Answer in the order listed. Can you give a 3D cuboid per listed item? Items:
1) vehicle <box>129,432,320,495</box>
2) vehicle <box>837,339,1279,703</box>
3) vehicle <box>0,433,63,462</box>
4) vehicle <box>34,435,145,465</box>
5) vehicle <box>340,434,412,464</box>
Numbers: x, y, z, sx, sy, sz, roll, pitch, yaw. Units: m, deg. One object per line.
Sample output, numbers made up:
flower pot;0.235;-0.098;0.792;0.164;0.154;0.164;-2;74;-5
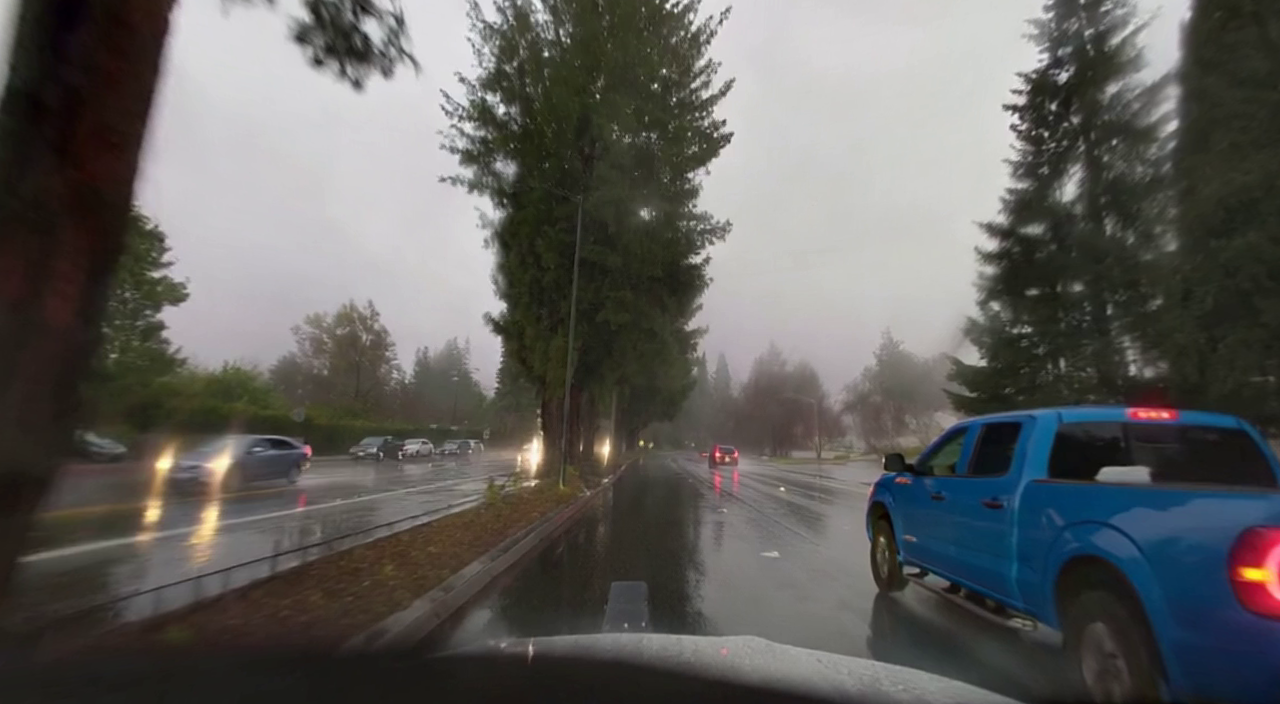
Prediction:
vehicle;-11.164;3.021;17.464;2.057;1.482;4.611;0;-8;2
vehicle;3.043;1.119;3.959;2.108;1.712;4.616;0;-8;0
vehicle;-33.739;5.077;33.544;1.917;1.489;4.302;0;-8;-1
vehicle;-28.396;5.078;32.723;1.836;1.426;4.334;0;-8;0
vehicle;-18.152;6.719;43.786;2.398;1.883;5.729;0;-8;2
